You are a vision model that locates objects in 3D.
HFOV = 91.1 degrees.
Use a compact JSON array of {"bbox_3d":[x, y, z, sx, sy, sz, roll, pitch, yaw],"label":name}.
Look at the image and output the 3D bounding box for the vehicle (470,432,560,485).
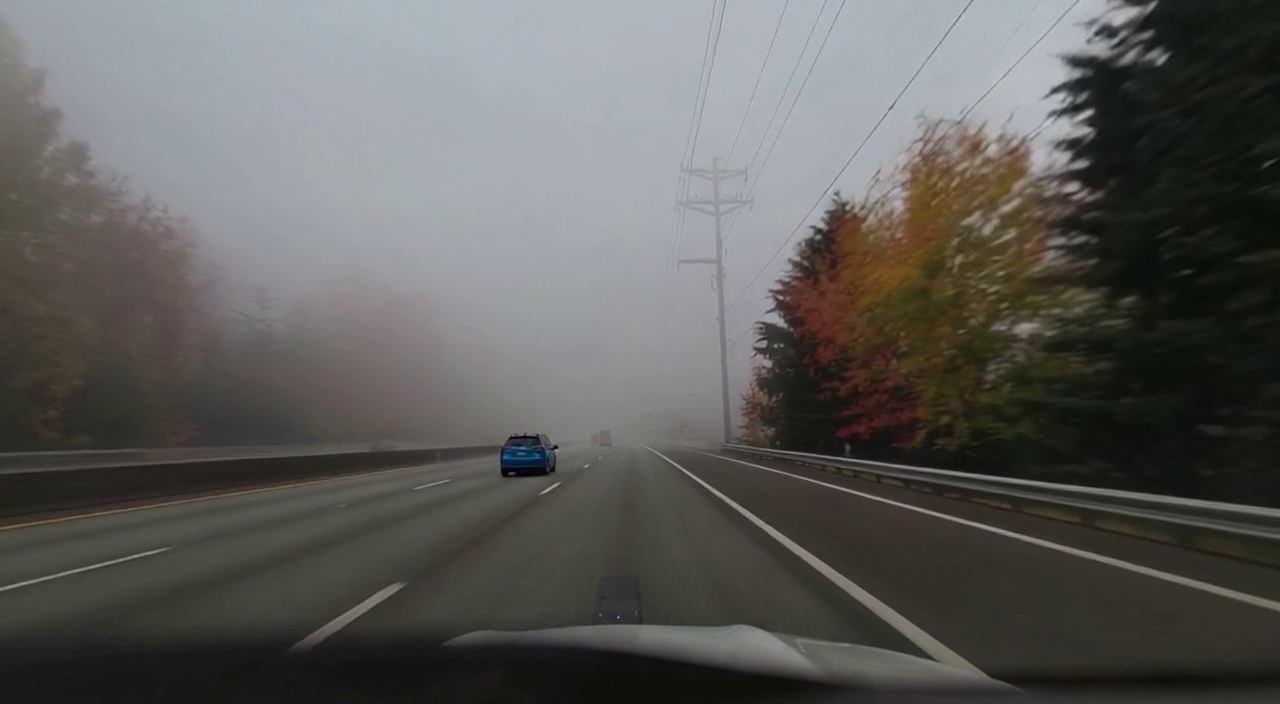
[{"bbox_3d":[-3.858,3.348,20.214,2.025,1.475,4.379,0,-8,-1],"label":"vehicle"}]
